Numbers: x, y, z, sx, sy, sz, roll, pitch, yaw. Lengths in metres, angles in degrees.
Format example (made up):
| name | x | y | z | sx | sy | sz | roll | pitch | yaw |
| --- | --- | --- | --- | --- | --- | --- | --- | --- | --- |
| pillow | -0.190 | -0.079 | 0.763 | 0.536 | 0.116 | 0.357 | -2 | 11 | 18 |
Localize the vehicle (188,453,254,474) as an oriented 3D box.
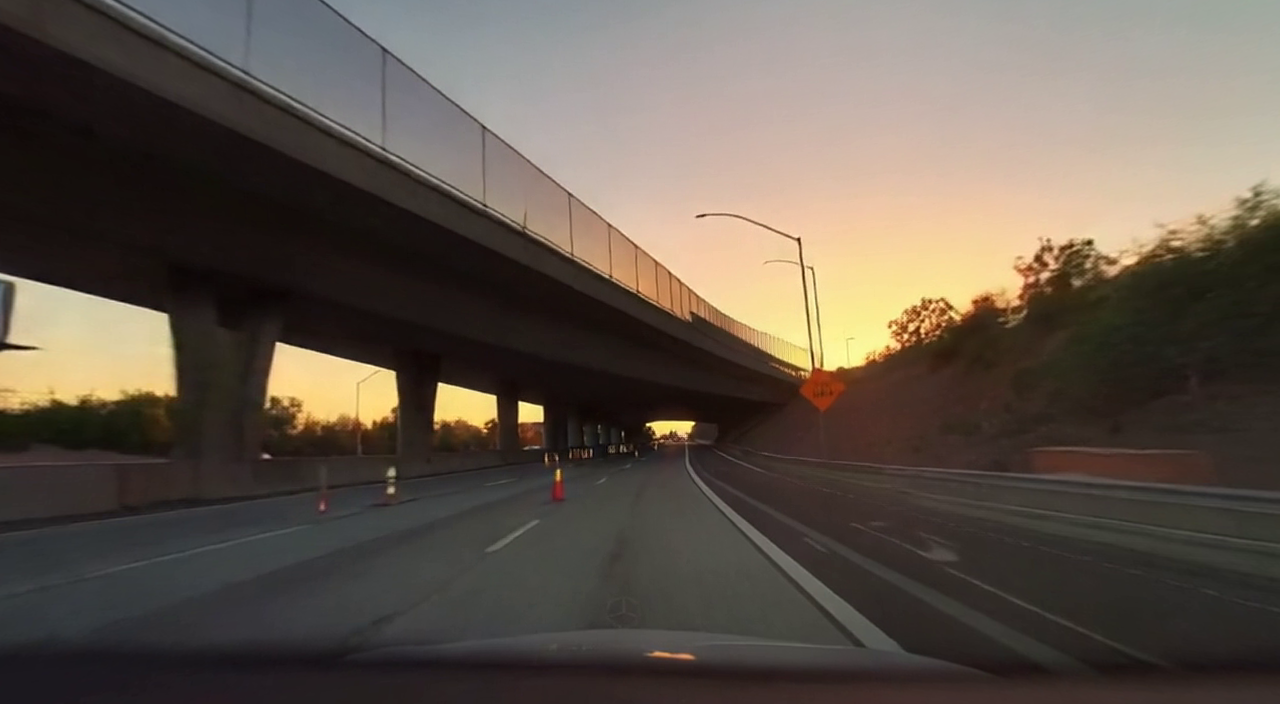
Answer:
| name | x | y | z | sx | sy | sz | roll | pitch | yaw |
| --- | --- | --- | --- | --- | --- | --- | --- | --- | --- |
| vehicle | -29.632 | 7.883 | 44.720 | 1.761 | 1.443 | 4.092 | 0 | -9 | 2 |
